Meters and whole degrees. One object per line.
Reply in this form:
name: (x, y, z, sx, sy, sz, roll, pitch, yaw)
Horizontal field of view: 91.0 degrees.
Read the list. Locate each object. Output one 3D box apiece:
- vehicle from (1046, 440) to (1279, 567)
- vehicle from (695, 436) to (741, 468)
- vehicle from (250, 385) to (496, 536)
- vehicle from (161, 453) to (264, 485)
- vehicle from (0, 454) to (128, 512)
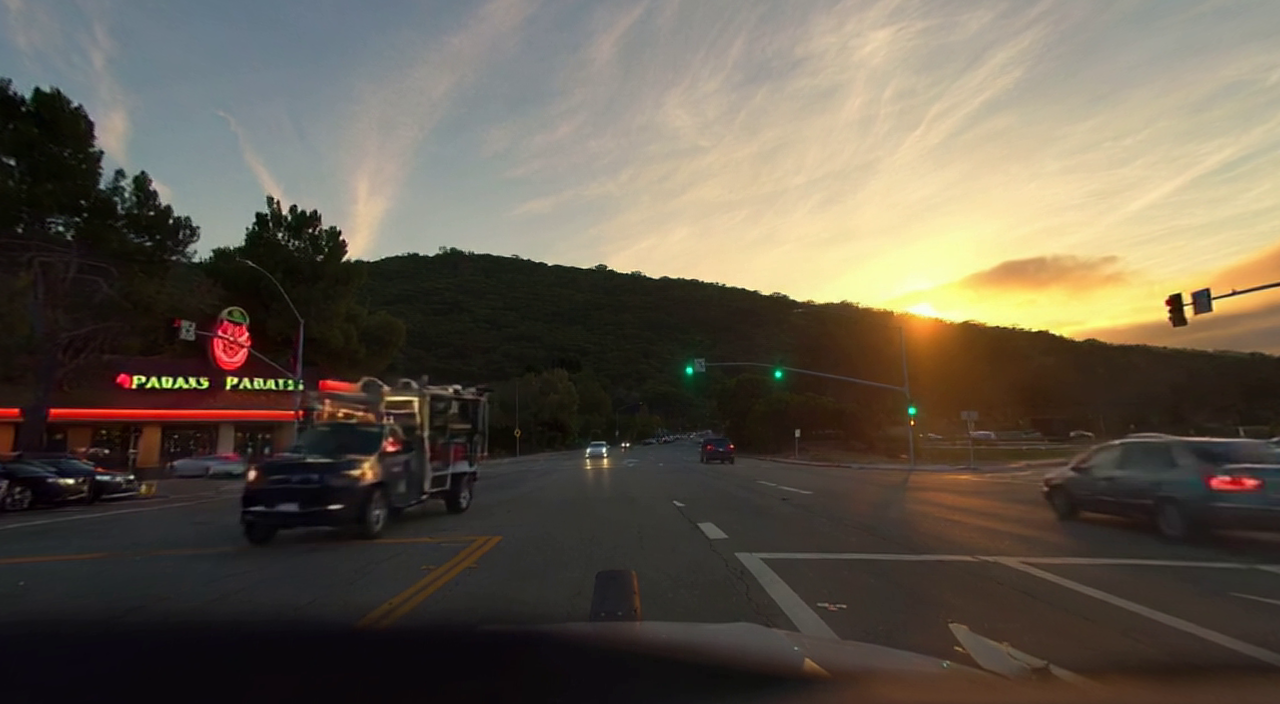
vehicle: (9.957, 2.540, 11.400, 2.273, 1.839, 4.218, 0, -8, -1)
vehicle: (5.605, 7.242, 45.816, 2.388, 2.201, 5.139, 1, -9, -3)
vehicle: (-4.834, 2.119, 12.811, 2.318, 2.325, 5.910, 0, -8, 1)
vehicle: (-24.613, 6.705, 36.367, 4.336, 1.706, 2.069, 2, -9, -11)
vehicle: (-19.792, 4.212, 20.490, 4.440, 1.748, 2.033, 0, -9, 1)
